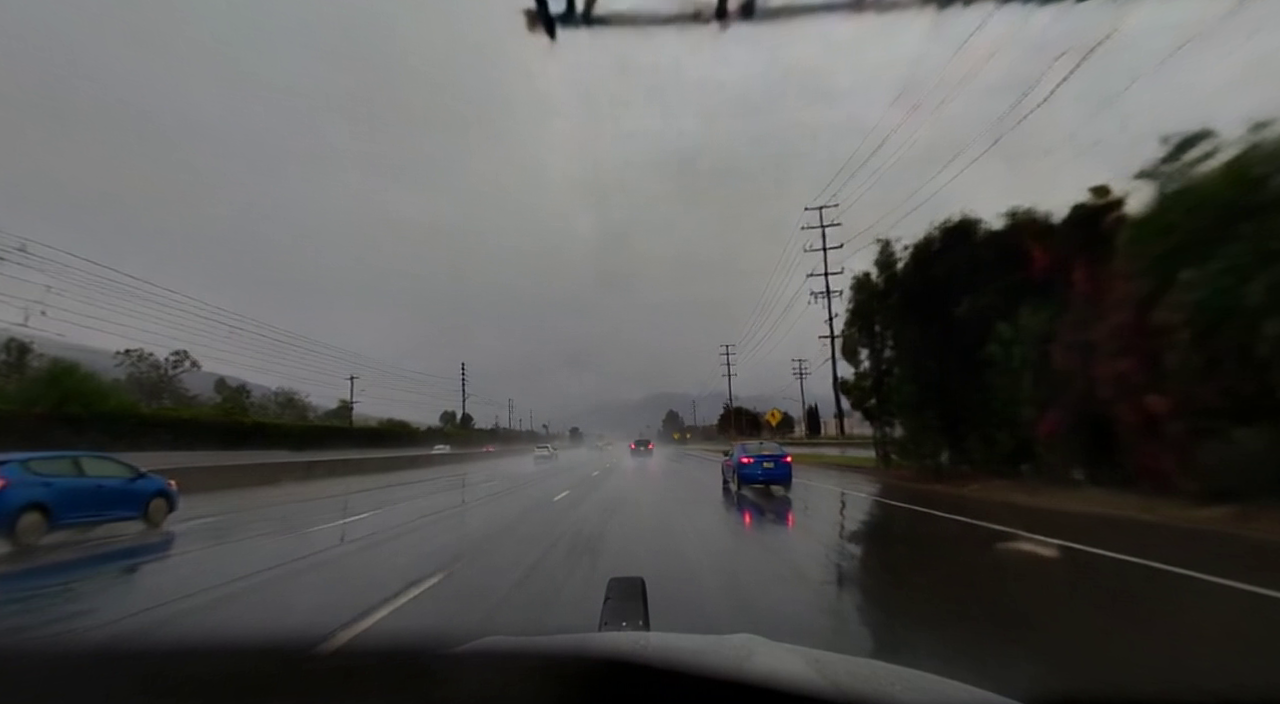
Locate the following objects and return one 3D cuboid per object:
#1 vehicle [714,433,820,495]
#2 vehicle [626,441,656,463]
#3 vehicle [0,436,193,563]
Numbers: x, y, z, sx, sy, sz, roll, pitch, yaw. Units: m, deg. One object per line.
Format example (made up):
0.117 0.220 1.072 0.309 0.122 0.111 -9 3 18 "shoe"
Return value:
3.449 3.144 18.063 2.060 1.526 4.387 0 -8 -1 "vehicle"
0.089 7.112 45.136 2.036 1.474 3.969 0 -8 1 "vehicle"
-10.339 2.380 10.419 2.241 1.810 4.966 -3 -8 1 "vehicle"
